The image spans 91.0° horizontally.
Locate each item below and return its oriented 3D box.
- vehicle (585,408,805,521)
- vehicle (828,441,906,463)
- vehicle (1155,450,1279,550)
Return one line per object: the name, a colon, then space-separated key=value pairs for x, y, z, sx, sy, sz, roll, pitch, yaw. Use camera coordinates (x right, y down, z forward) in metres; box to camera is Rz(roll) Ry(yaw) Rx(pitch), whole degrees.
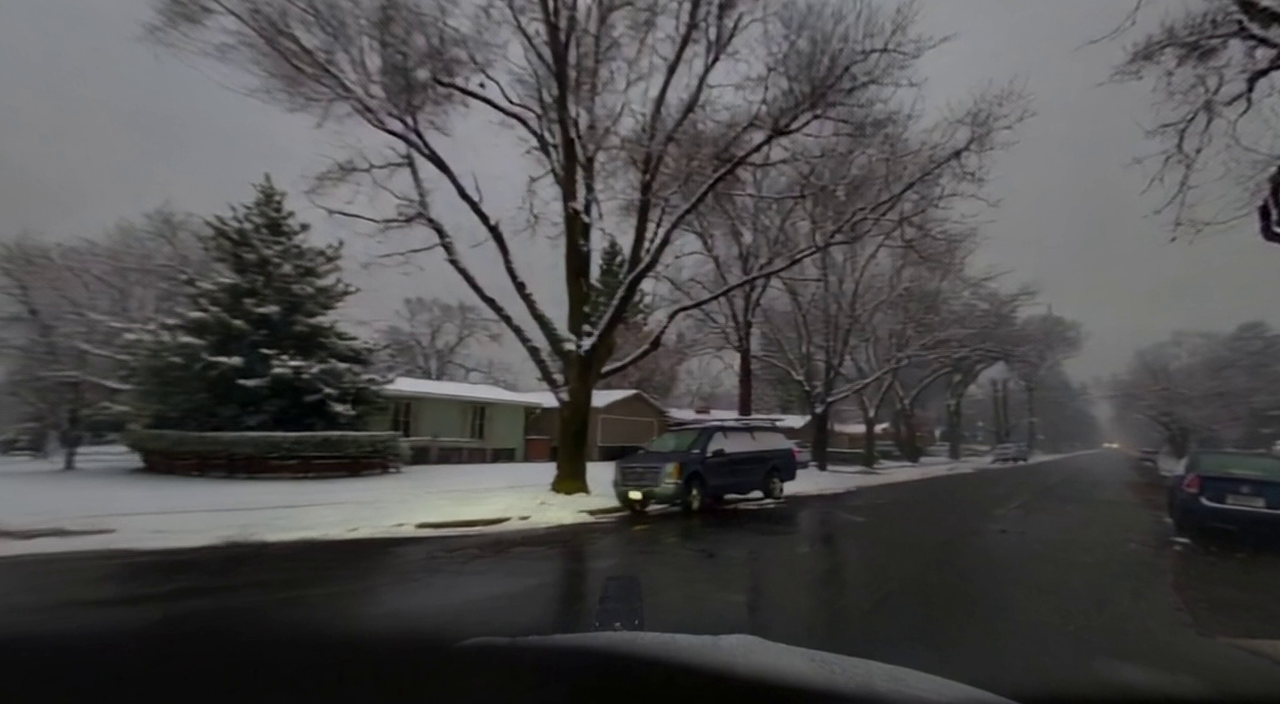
vehicle: x=1.592 y=2.578 z=14.847 sx=2.337 sy=2.084 sz=6.088 roll=-7 pitch=-11 yaw=35
vehicle: x=16.818 y=7.393 z=46.792 sx=4.977 sy=1.558 sz=2.079 roll=-6 pitch=-11 yaw=37
vehicle: x=10.669 y=2.481 z=11.216 sx=1.959 sy=1.431 sz=4.647 roll=-6 pitch=-11 yaw=36
